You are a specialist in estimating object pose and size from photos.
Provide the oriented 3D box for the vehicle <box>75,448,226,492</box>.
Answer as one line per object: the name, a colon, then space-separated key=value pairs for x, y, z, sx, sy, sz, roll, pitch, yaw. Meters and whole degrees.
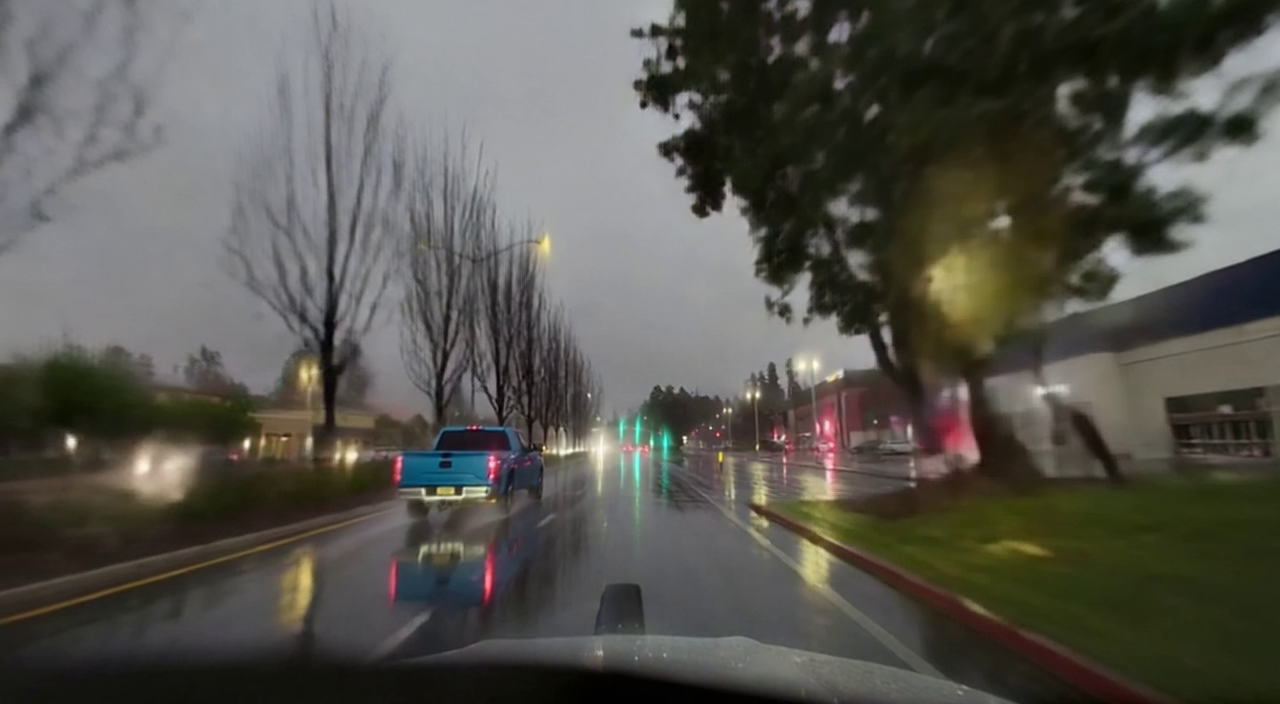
vehicle: x=-18.411 y=4.414 z=24.040 sx=1.854 sy=1.472 sz=4.854 roll=0 pitch=-9 yaw=1

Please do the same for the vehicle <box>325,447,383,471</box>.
vehicle: x=-21.408 y=7.990 z=47.320 sx=1.840 sy=1.510 sz=5.115 roll=-2 pitch=-8 yaw=2

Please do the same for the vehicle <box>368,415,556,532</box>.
vehicle: x=-3.109 y=2.278 z=12.491 sx=2.065 sy=1.790 sz=5.417 roll=0 pitch=-9 yaw=1
